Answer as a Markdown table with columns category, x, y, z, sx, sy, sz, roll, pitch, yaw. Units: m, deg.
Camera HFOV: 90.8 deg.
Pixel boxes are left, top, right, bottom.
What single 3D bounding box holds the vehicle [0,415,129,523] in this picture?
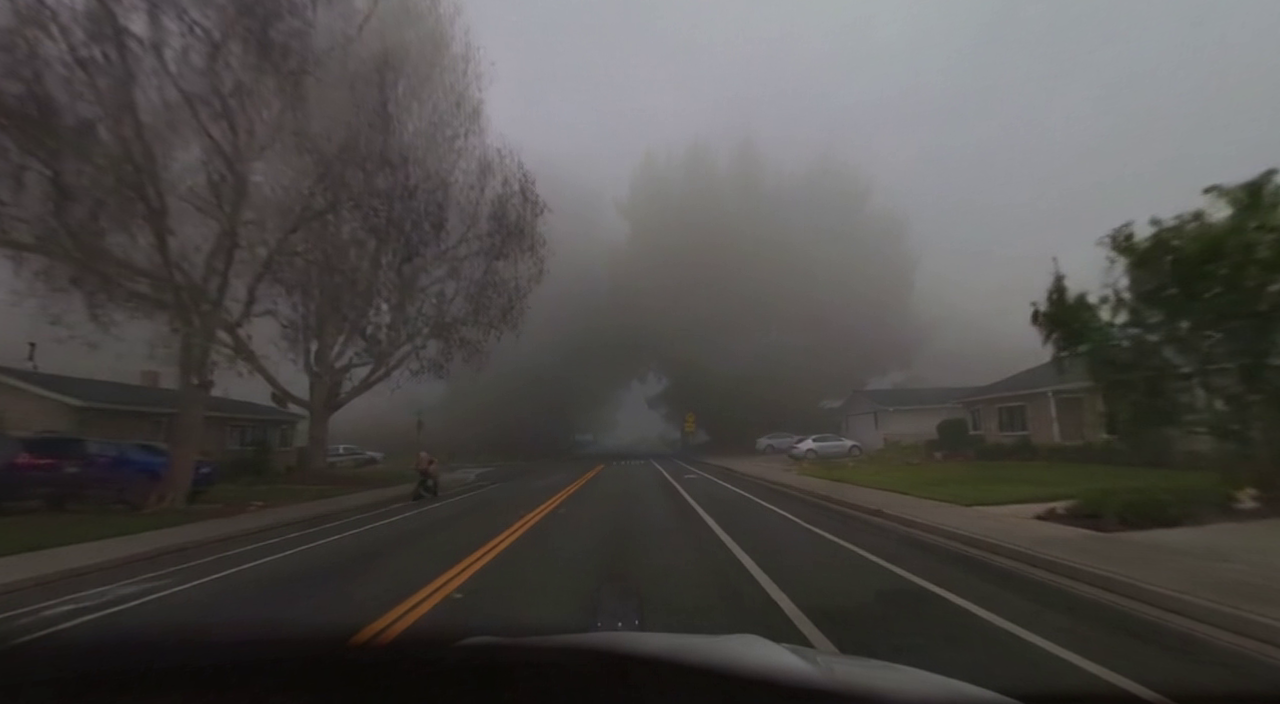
| category | x | y | z | sx | sy | sz | roll | pitch | yaw |
| --- | --- | --- | --- | --- | --- | --- | --- | --- | --- |
| vehicle | -12.760 | 2.144 | 11.837 | 4.549 | 1.802 | 2.081 | 0 | -8 | 2 |

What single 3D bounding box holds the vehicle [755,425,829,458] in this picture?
| category | x | y | z | sx | sy | sz | roll | pitch | yaw |
| --- | --- | --- | --- | --- | --- | --- | --- | --- | --- |
| vehicle | 10.685 | 6.324 | 44.685 | 4.459 | 1.696 | 2.361 | -7 | -8 | -2 |

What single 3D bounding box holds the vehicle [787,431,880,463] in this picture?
| category | x | y | z | sx | sy | sz | roll | pitch | yaw |
| --- | --- | --- | --- | --- | --- | --- | --- | --- | --- |
| vehicle | 10.880 | 5.362 | 35.757 | 4.493 | 1.493 | 1.926 | -3 | -8 | -4 |

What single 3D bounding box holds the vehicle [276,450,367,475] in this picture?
| category | x | y | z | sx | sy | sz | roll | pitch | yaw |
| --- | --- | --- | --- | --- | --- | --- | --- | --- | --- |
| vehicle | -18.976 | 6.600 | 37.780 | 4.440 | 1.445 | 1.919 | -1 | -8 | 5 |
